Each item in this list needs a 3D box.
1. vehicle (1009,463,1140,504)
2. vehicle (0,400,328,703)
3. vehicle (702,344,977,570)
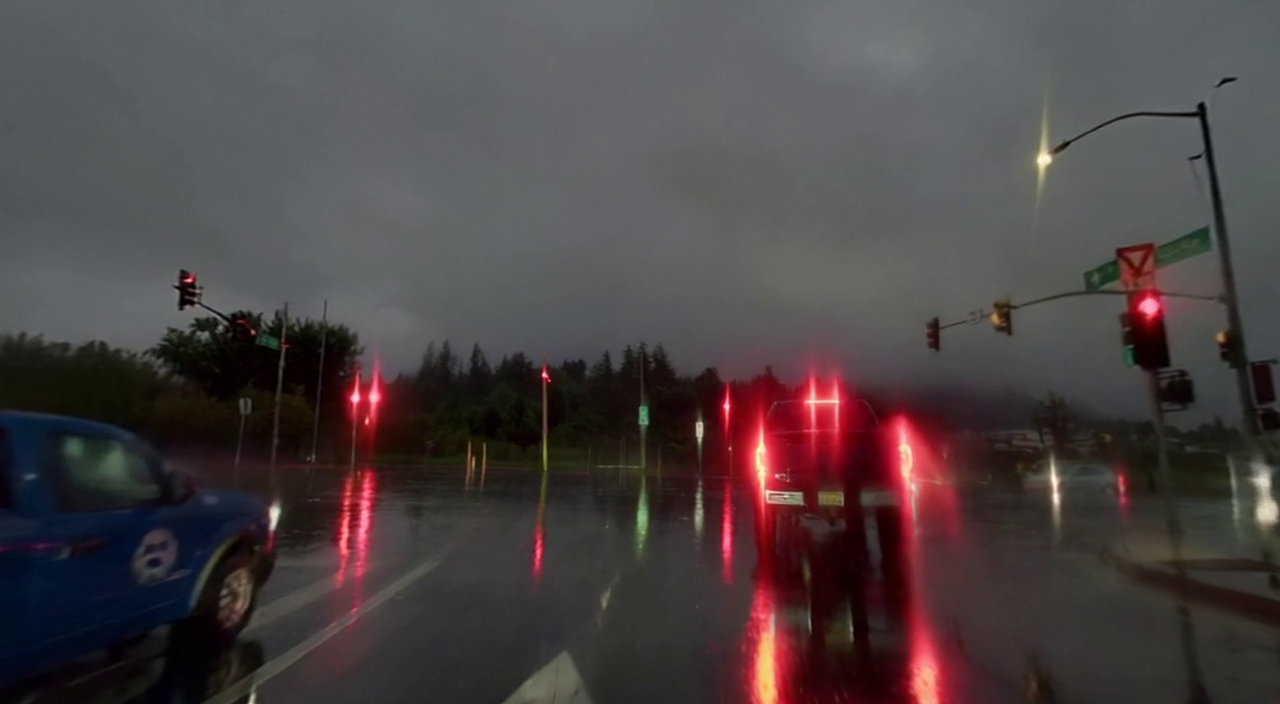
[{"bbox_3d":[19.588,5.935,28.557,4.356,1.498,1.957,-3,-8,3],"label":"vehicle"},{"bbox_3d":[-3.982,1.096,3.770,1.913,1.491,4.547,0,-8,-1],"label":"vehicle"},{"bbox_3d":[2.707,1.563,9.942,2.851,2.400,5.978,-1,-9,11],"label":"vehicle"}]
